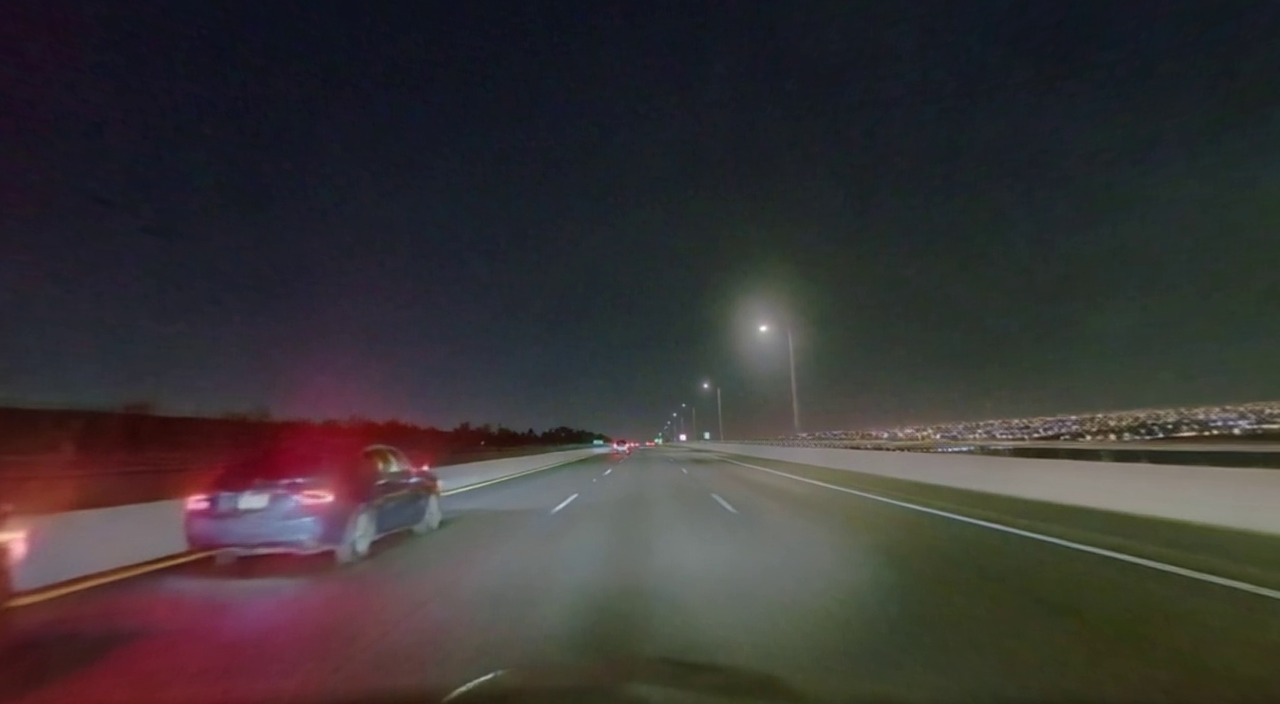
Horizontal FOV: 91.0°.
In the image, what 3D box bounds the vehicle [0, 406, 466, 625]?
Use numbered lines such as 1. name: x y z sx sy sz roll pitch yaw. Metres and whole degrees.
1. vehicle: -3.753 1.549 7.104 2.053 1.587 4.855 0 -8 2
